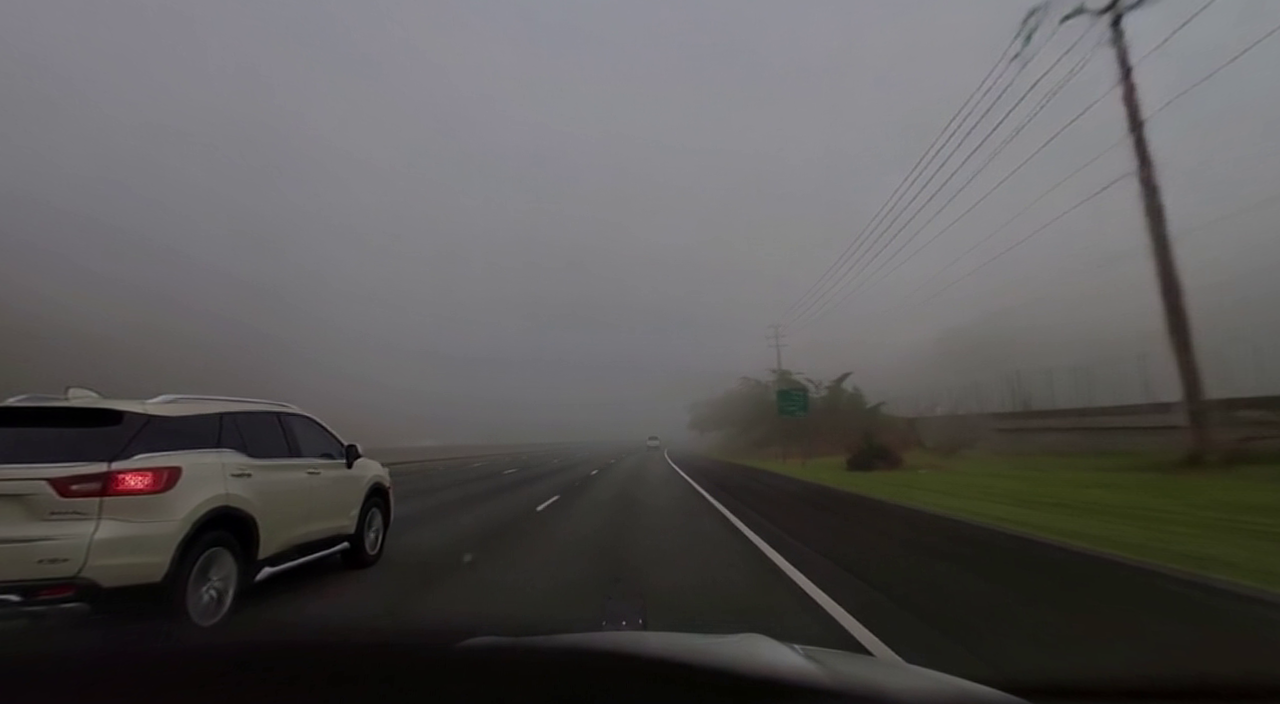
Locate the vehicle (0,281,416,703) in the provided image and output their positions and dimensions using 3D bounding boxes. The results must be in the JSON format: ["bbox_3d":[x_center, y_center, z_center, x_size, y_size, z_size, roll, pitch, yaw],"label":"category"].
[{"bbox_3d":[-3.752,1.001,4.794,2.136,1.975,5.037,-1,-8,1],"label":"vehicle"}]
